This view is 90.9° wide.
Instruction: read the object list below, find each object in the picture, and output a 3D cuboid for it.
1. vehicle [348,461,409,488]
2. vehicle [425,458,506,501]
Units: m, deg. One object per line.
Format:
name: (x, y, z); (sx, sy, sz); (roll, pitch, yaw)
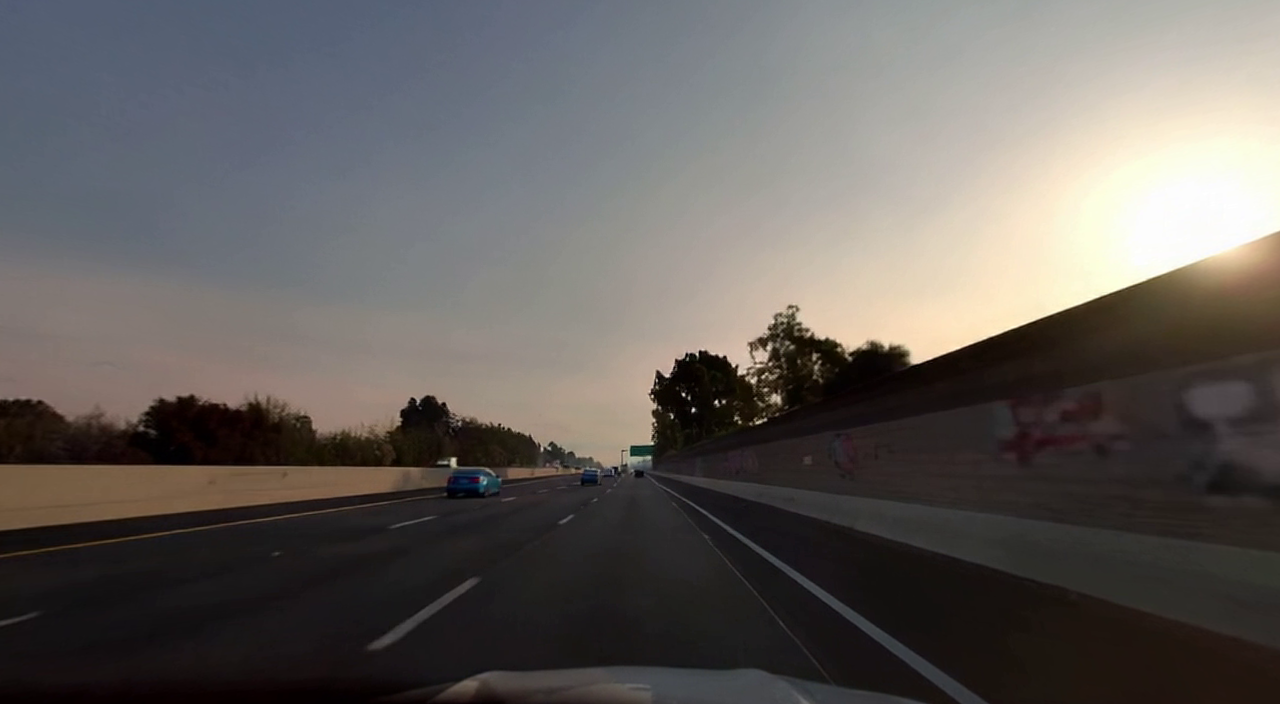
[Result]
vehicle: (-19.083, 8.974, 46.242); (2.278, 1.773, 4.993); (1, -10, 0)
vehicle: (-7.190, 5.321, 26.475); (2.124, 1.630, 4.416); (1, -10, 0)
